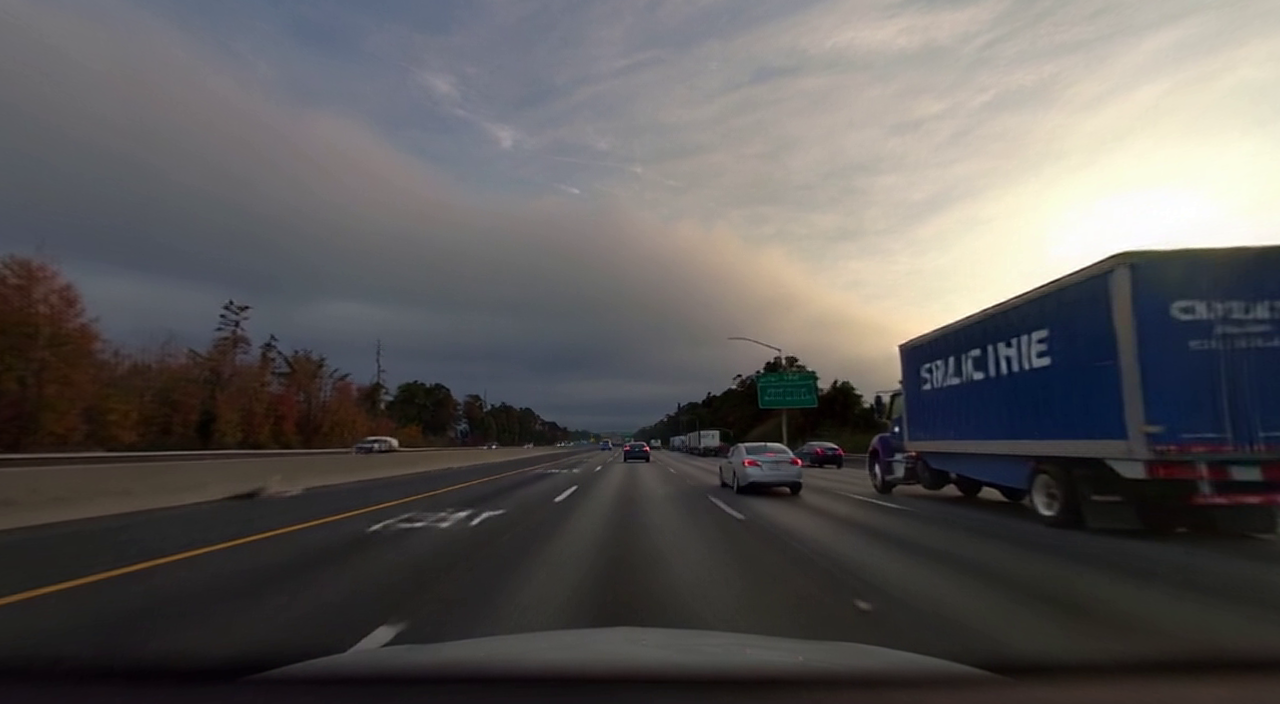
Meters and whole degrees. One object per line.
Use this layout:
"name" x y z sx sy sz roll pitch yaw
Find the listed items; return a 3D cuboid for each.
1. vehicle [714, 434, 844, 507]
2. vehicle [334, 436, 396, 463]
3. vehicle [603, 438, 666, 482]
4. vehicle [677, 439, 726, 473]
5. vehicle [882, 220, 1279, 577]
"vehicle" 3.213 2.862 15.711 1.993 1.504 4.781 0 -9 -2
"vehicle" -18.190 6.486 42.098 2.149 1.701 4.541 0 -9 -1
"vehicle" -0.216 3.918 23.166 2.098 1.475 3.997 0 -9 -1
"vehicle" 2.919 5.040 30.780 1.856 1.517 4.198 0 -9 -2
"vehicle" 7.340 1.051 10.750 2.799 3.655 8.627 0 -9 -1
